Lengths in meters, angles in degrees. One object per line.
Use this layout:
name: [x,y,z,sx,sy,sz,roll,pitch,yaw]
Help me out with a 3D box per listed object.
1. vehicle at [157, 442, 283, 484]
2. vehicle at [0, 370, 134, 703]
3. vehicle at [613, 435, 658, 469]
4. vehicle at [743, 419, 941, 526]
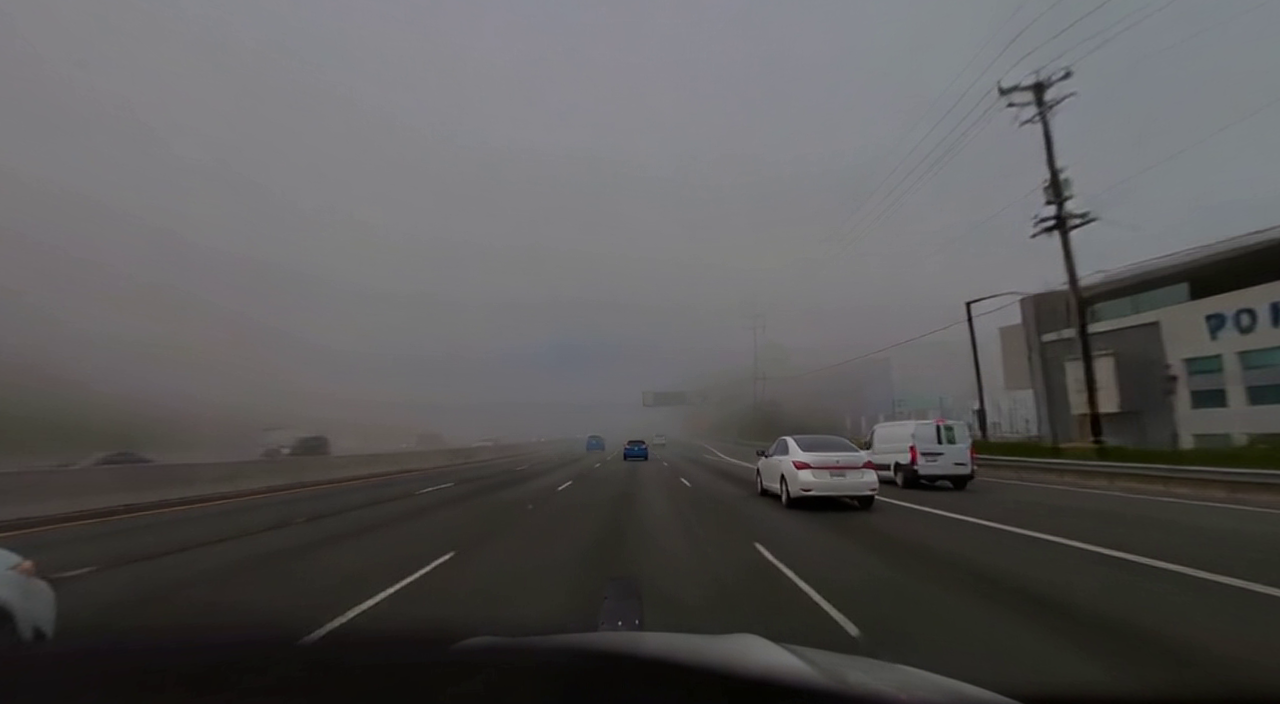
vehicle: [-16.379,4.328,24.862,1.864,1.495,4.411,0,-8,1]
vehicle: [-4.190,0.653,1.477,2.251,1.575,4.488,0,-8,0]
vehicle: [-0.231,4.789,30.264,2.019,1.472,3.971,0,-8,-1]
vehicle: [3.308,2.088,11.438,1.995,1.533,4.463,0,-8,-2]
